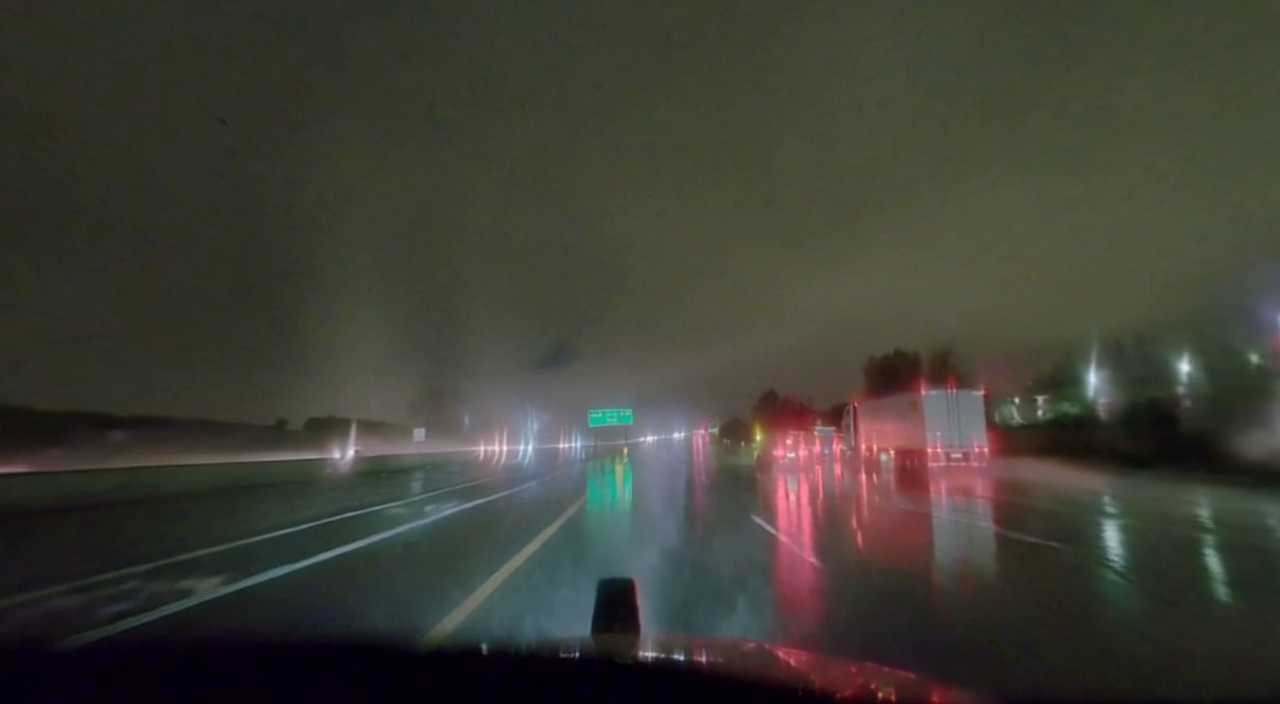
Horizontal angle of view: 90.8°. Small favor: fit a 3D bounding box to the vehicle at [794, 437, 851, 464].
[{"bbox_3d":[11.276,6.111,39.282,2.229,1.599,4.253,0,-8,0],"label":"vehicle"}]
